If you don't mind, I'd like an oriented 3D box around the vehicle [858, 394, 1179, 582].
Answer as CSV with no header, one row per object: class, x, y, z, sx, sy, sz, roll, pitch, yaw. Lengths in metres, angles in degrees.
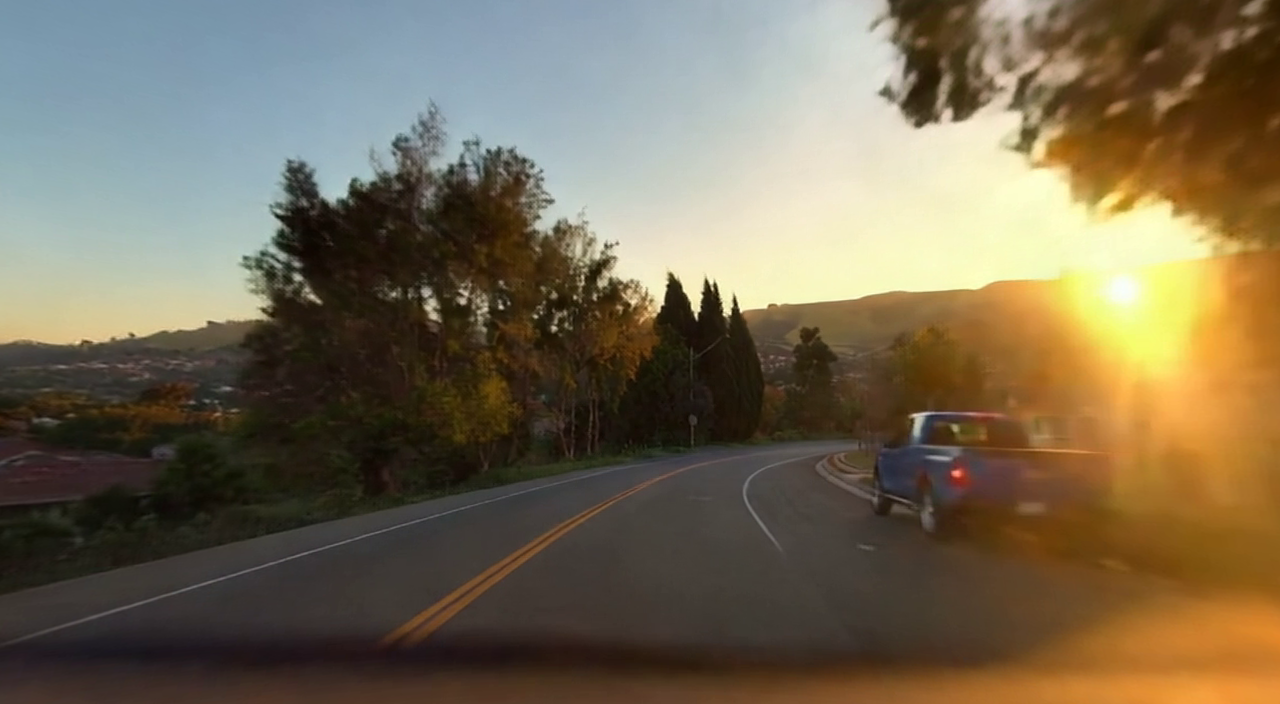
vehicle,4.529,1.635,8.537,1.992,1.817,4.467,0,-8,7
